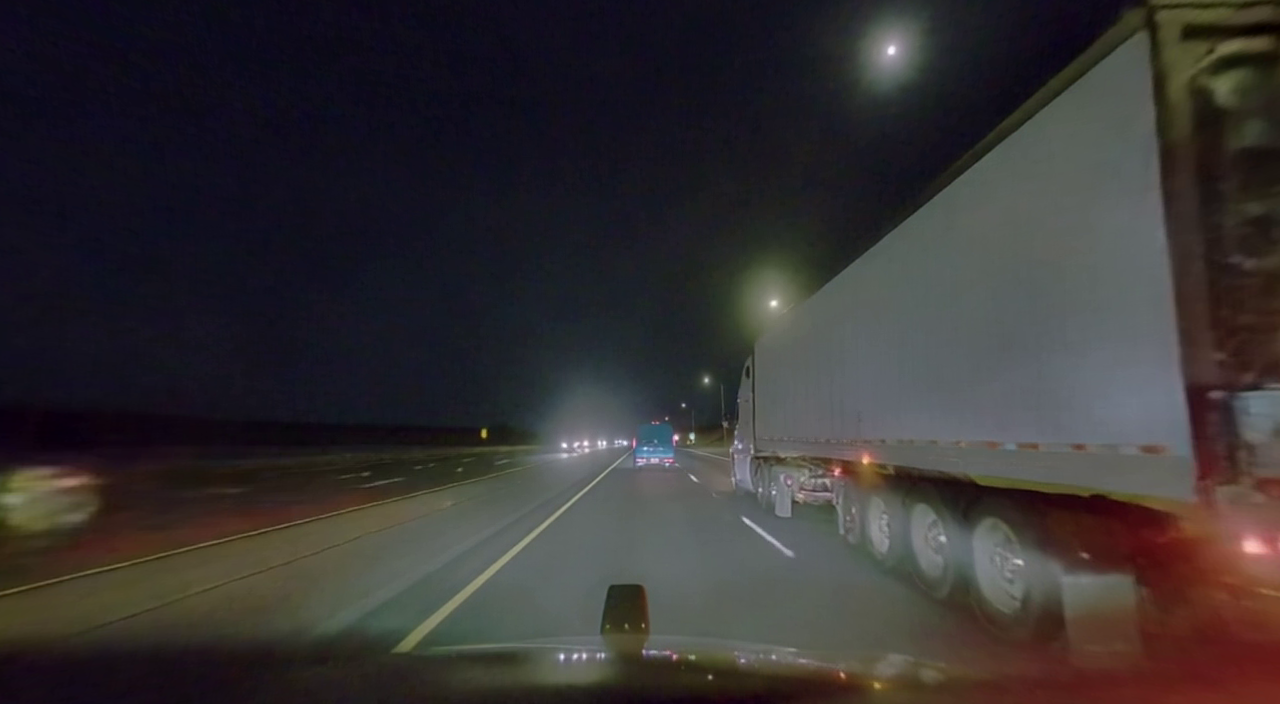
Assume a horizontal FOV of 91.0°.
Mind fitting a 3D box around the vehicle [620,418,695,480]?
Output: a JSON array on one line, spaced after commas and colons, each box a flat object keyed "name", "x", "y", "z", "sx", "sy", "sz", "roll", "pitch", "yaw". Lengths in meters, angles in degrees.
[{"name": "vehicle", "x": 0.628, "y": 3.548, "z": 23.078, "sx": 2.469, "sy": 2.027, "sz": 4.554, "roll": 0, "pitch": -8, "yaw": 2}]
